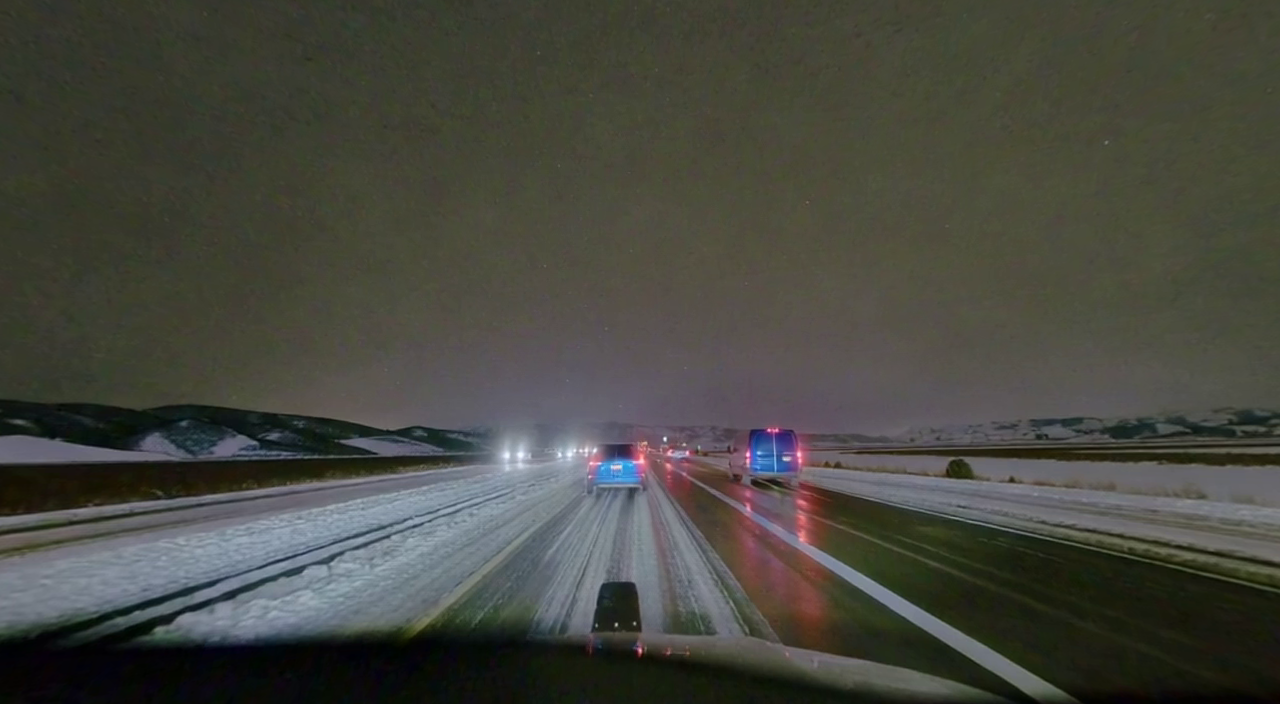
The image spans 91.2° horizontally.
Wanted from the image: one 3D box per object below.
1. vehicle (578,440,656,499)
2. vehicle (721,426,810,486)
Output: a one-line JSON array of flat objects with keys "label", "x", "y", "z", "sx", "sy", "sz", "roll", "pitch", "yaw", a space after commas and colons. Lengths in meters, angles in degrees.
[{"label": "vehicle", "x": -0.604, "y": 3.340, "z": 18.161, "sx": 2.029, "sy": 1.483, "sz": 3.769, "roll": 0, "pitch": -9, "yaw": 0}, {"label": "vehicle", "x": 4.503, "y": 3.853, "z": 23.378, "sx": 2.261, "sy": 1.952, "sz": 4.784, "roll": 0, "pitch": -9, "yaw": -1}]
